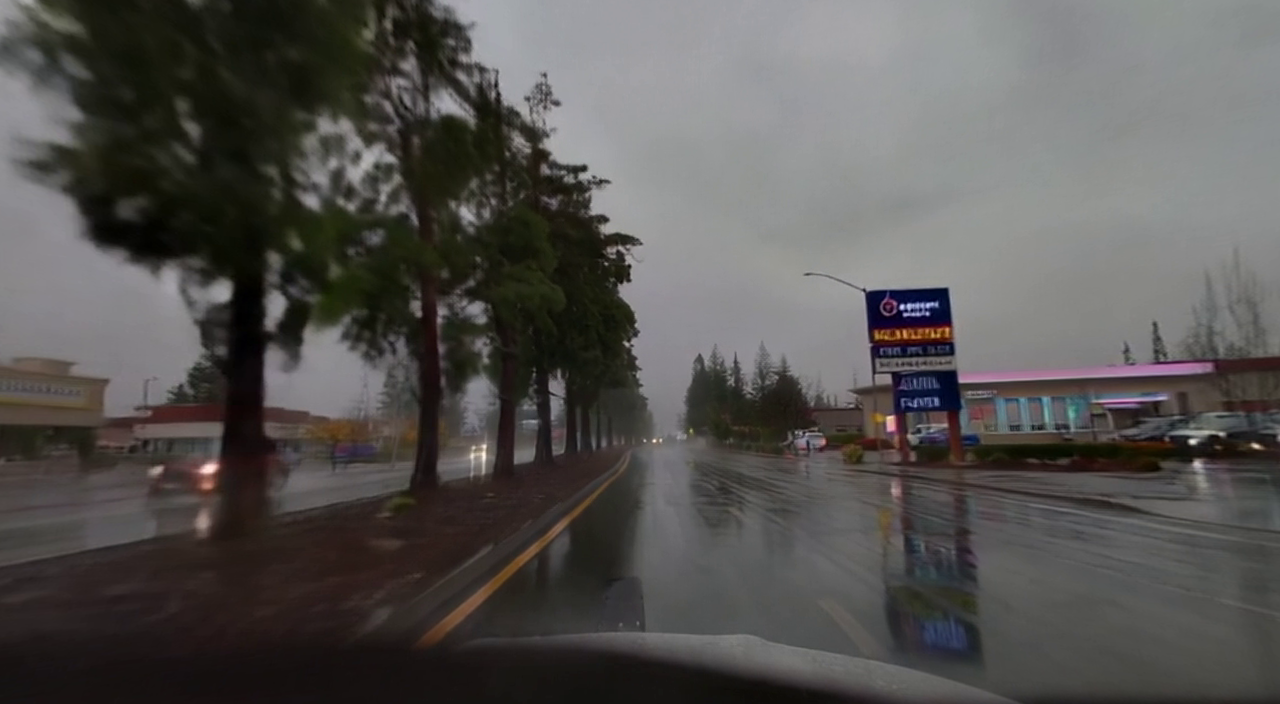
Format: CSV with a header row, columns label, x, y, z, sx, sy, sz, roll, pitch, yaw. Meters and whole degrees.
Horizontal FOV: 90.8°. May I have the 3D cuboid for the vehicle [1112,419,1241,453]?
label,x,y,z,sx,sy,sz,roll,pitch,yaw
vehicle,22.272,3.514,26.347,3.547,1.360,1.951,0,-8,3

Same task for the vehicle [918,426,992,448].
label,x,y,z,sx,sy,sz,roll,pitch,yaw
vehicle,22.266,6.005,44.729,4.171,1.492,1.999,0,-8,2

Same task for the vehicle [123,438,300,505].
label,x,y,z,sx,sy,sz,roll,pitch,yaw
vehicle,-11.332,3.149,17.131,1.896,1.593,4.014,0,-8,1
